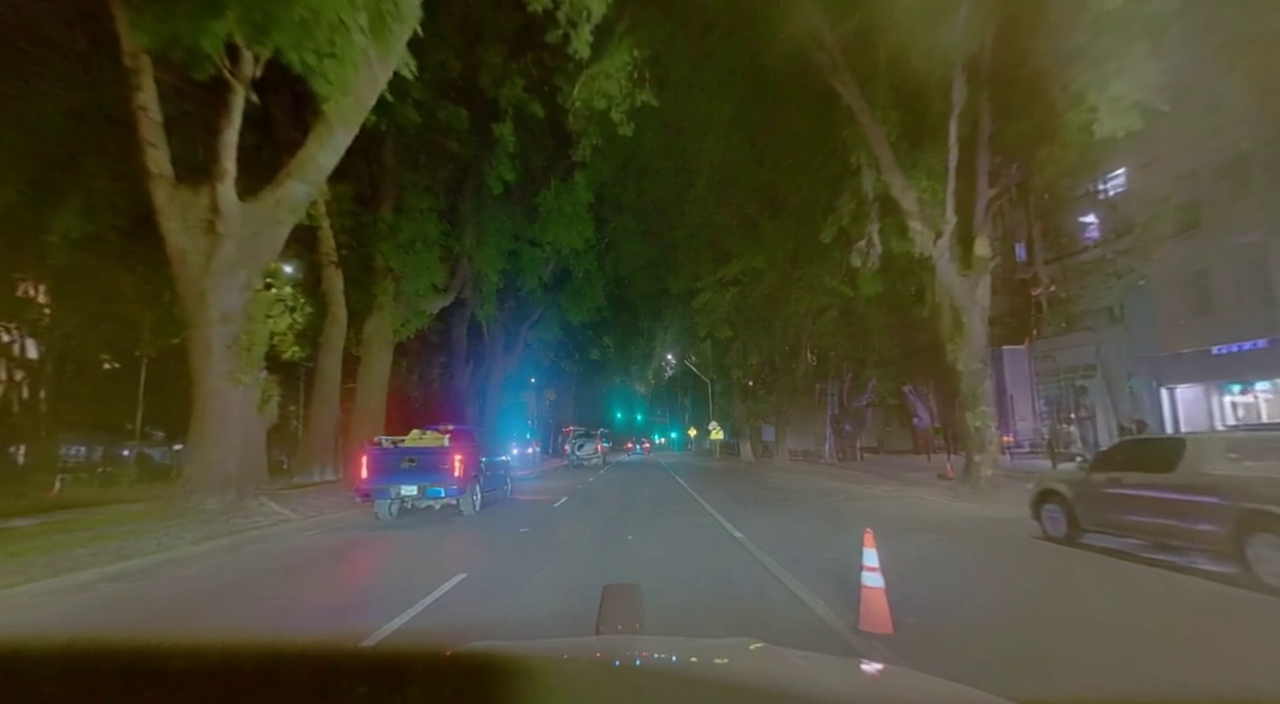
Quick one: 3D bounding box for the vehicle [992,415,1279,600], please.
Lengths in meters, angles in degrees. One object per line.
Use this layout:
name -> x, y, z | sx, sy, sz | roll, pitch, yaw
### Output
vehicle -> 6.669, 1.630, 7.289 | 2.126, 1.642, 4.888 | 0, -8, -4

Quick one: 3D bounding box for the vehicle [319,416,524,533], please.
vehicle -> -3.773, 2.217, 11.996 | 2.327, 1.775, 4.430 | 0, -8, -1

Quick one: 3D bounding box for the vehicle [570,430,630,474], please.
vehicle -> -1.943, 5.126, 32.560 | 2.424, 2.063, 5.678 | -1, -8, 3
